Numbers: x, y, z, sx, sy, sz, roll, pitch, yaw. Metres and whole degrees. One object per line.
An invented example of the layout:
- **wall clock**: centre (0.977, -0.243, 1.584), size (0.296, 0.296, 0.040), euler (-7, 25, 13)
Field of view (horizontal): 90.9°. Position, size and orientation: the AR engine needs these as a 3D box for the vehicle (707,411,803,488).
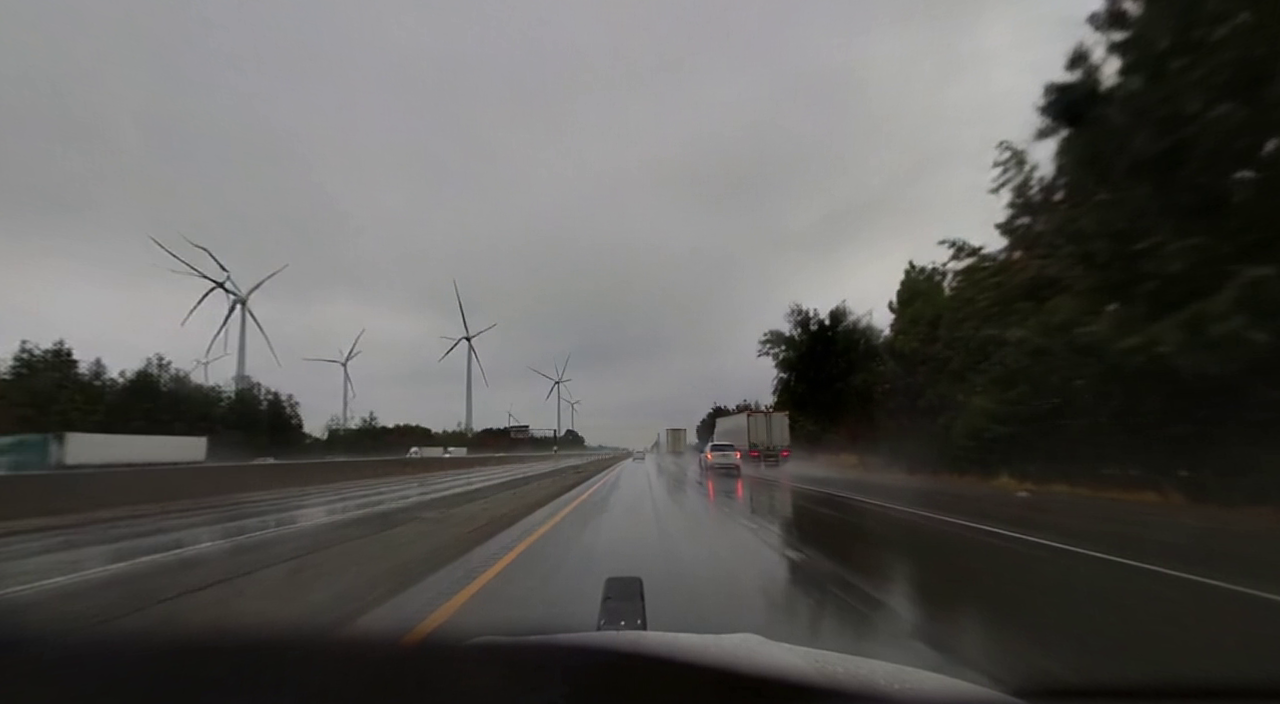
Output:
- **vehicle**: centre (4.325, 3.864, 24.932), size (2.609, 2.648, 5.397), euler (0, -9, -2)
